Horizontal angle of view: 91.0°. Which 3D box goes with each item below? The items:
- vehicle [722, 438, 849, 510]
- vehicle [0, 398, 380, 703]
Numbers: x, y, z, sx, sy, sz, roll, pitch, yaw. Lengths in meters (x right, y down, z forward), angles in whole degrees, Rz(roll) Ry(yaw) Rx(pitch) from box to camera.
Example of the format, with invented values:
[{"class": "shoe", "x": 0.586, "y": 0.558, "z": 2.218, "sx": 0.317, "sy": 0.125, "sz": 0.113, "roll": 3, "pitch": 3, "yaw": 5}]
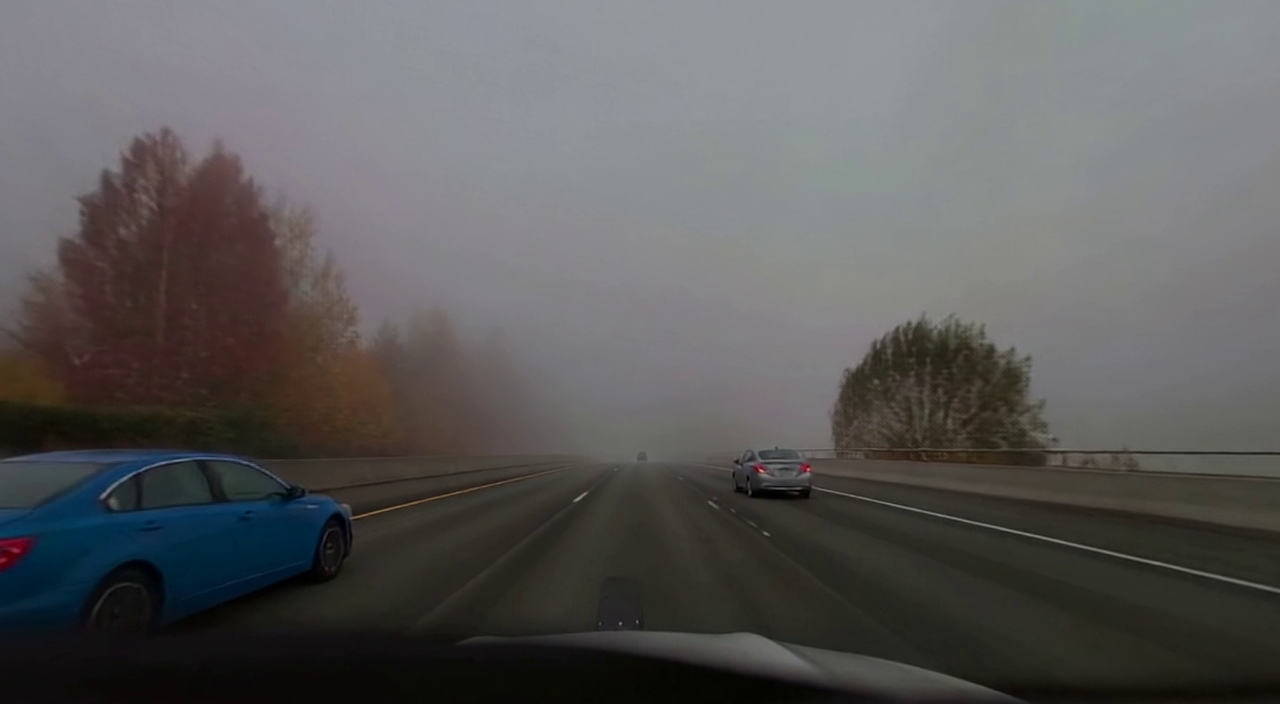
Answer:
[{"class": "vehicle", "x": 3.549, "y": 3.087, "z": 16.406, "sx": 2.146, "sy": 1.573, "sz": 4.661, "roll": 0, "pitch": -9, "yaw": -1}, {"class": "vehicle", "x": -3.976, "y": 1.302, "z": 4.903, "sx": 2.010, "sy": 1.550, "sz": 4.376, "roll": 0, "pitch": -9, "yaw": 0}]
